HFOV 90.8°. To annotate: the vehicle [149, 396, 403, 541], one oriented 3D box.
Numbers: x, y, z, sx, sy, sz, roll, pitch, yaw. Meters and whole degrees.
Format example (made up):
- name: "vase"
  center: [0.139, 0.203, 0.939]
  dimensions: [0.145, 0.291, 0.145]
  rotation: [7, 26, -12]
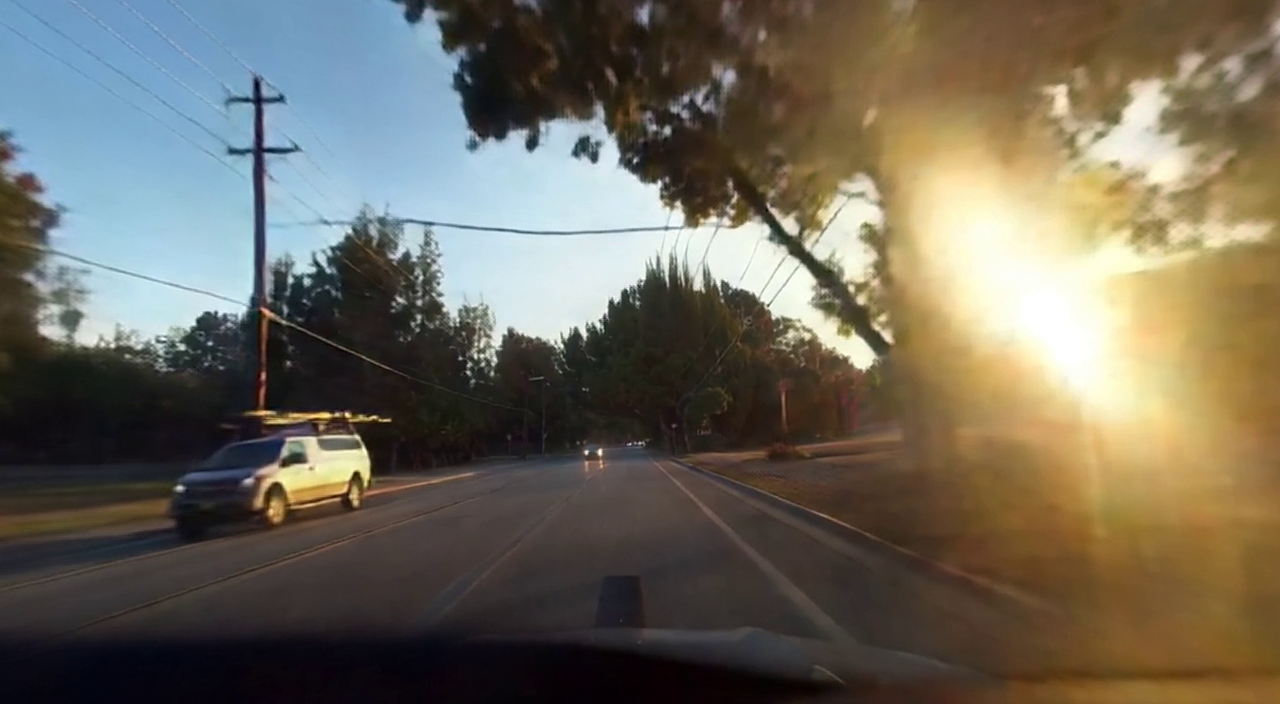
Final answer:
- name: "vehicle"
  center: [-8.102, 2.616, 15.152]
  dimensions: [2.351, 2.696, 6.106]
  rotation: [-1, -8, 1]
